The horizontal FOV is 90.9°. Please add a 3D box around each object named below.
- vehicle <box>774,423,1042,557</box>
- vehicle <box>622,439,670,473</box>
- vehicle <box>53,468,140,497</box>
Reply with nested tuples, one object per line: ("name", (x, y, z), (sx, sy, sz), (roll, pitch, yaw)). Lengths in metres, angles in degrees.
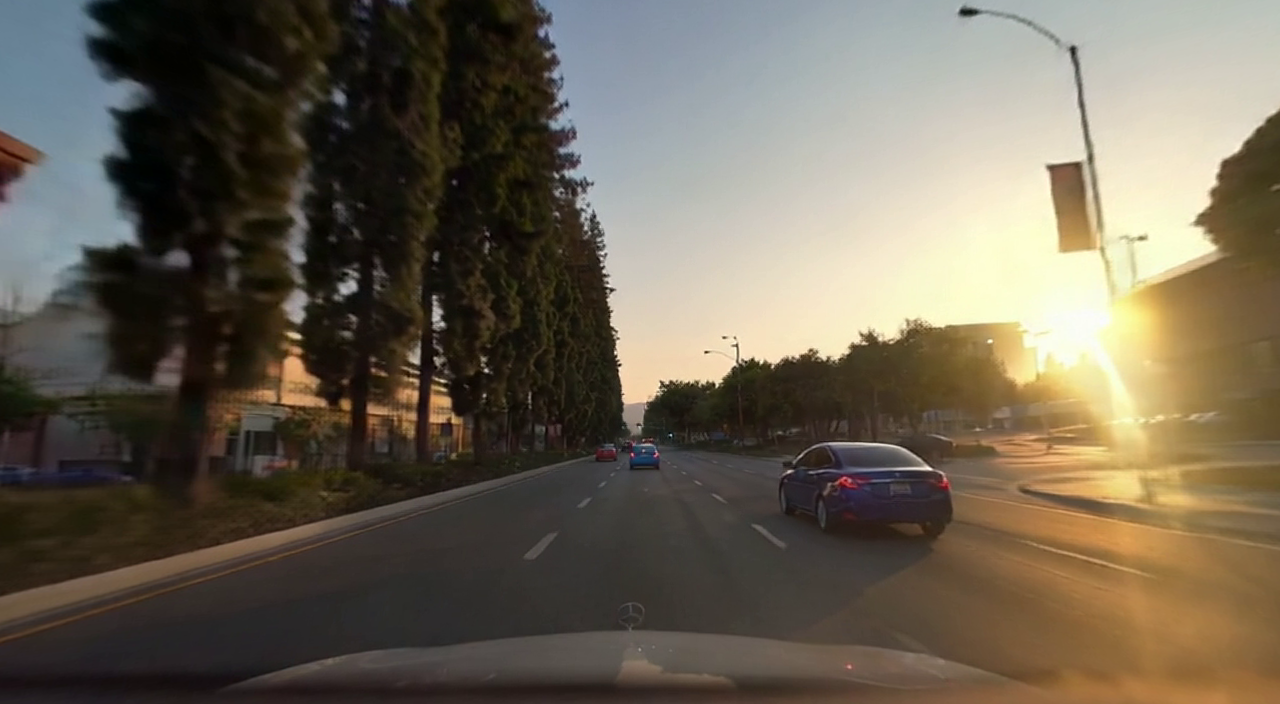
("vehicle", (3.532, 1.890, 9.415), (2.067, 1.497, 4.327), (0, -8, 0))
("vehicle", (0.268, 4.960, 30.275), (2.144, 1.505, 4.128), (0, -8, 0))
("vehicle", (-31.946, 7.608, 37.027), (4.557, 1.468, 1.938), (-4, -9, 23))
